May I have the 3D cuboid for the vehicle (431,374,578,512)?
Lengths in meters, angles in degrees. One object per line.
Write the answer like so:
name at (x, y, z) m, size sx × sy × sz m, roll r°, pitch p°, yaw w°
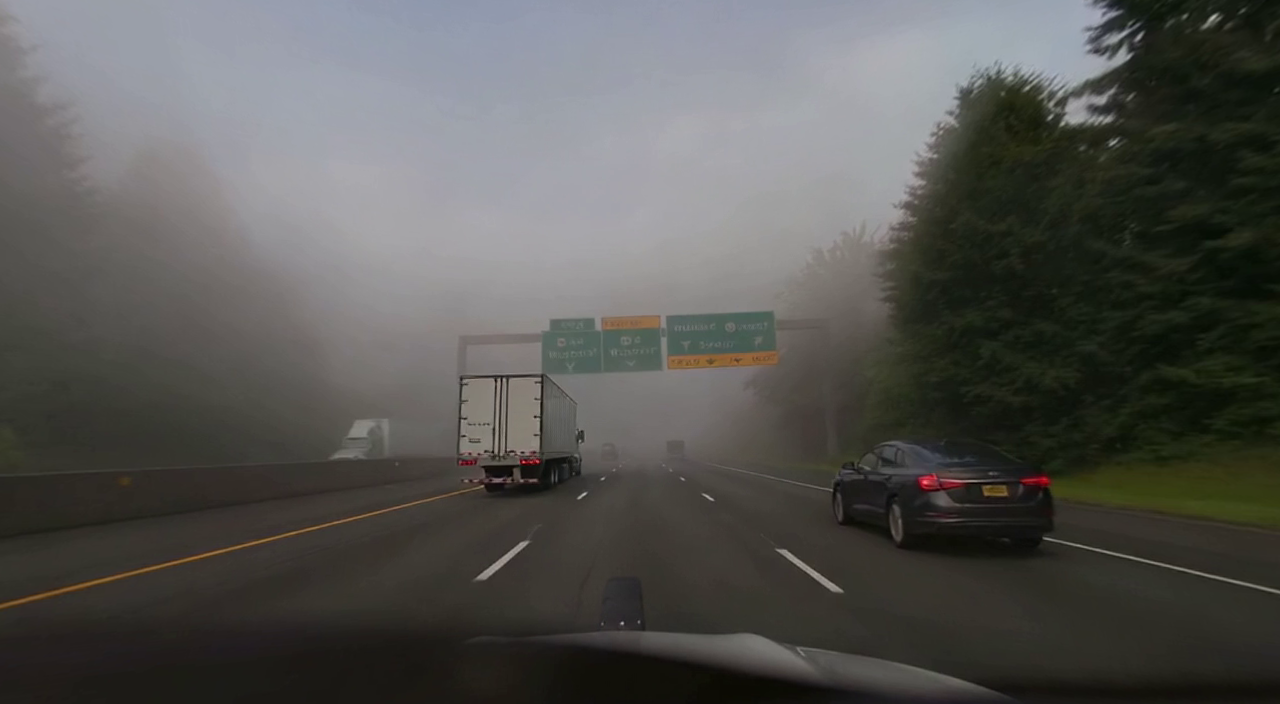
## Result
vehicle at (-3.483, 2.632, 18.119) m, size 2.667 × 3.195 × 6.731 m, roll 0°, pitch -9°, yaw 0°

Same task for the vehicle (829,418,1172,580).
vehicle at (4.106, 1.741, 8.170) m, size 1.983 × 1.545 × 4.038 m, roll 0°, pitch -9°, yaw -1°

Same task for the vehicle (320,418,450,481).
vehicle at (-19.024, 7.588, 49.071) m, size 3.205 × 4.080 × 16.329 m, roll 0°, pitch -9°, yaw 1°

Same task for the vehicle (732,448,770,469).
vehicle at (7.983, 7.681, 45.587) m, size 1.876 × 1.475 × 4.185 m, roll 0°, pitch -9°, yaw -1°
